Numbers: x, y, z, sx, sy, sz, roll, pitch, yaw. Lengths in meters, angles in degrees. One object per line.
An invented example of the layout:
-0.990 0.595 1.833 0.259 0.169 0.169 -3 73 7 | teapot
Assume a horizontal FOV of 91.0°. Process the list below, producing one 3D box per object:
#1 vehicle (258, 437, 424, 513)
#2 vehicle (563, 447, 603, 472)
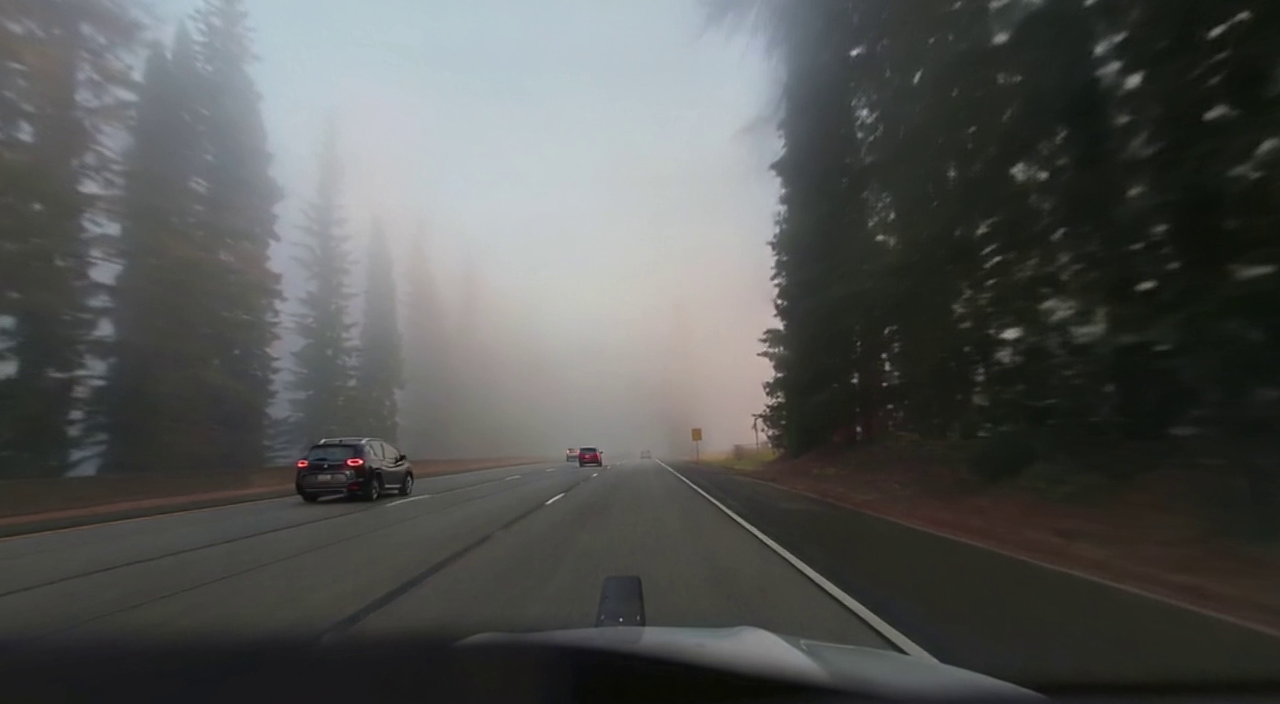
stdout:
-7.181 2.965 15.708 2.007 1.616 4.141 0 -9 1 | vehicle
-3.696 7.020 41.313 2.104 1.558 4.639 0 -9 1 | vehicle
